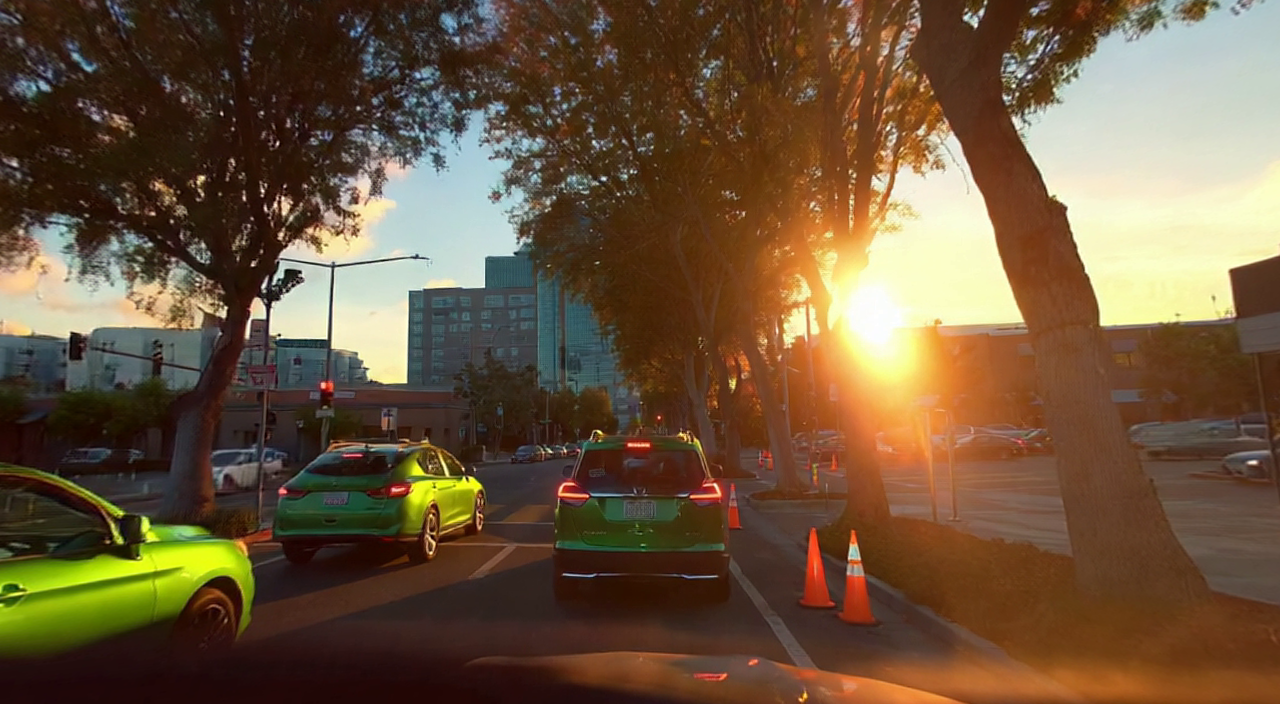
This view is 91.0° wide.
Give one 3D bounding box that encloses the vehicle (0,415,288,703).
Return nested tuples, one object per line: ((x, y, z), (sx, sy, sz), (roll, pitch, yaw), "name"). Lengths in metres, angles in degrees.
((-3.592, 0.941, 2.145), (1.964, 1.497, 4.722), (0, -9, 1), "vehicle")

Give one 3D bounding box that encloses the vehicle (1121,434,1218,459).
((34.158, 6.104, 40.680), (4.579, 1.480, 1.819), (0, -9, 1), "vehicle")

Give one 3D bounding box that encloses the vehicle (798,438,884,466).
((13.198, 6.611, 41.643), (5.043, 1.759, 2.085), (-1, -9, 8), "vehicle")

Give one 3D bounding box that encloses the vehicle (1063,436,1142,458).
((36.646, 7.568, 49.958), (4.791, 1.635, 1.857), (0, -9, 1), "vehicle")

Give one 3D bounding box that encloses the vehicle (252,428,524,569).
((-3.274, 1.996, 9.444), (1.989, 1.541, 4.626), (0, -9, 2), "vehicle")

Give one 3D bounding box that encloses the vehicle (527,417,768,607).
((0.109, 1.622, 7.204), (2.021, 1.560, 3.676), (0, -9, 1), "vehicle")
